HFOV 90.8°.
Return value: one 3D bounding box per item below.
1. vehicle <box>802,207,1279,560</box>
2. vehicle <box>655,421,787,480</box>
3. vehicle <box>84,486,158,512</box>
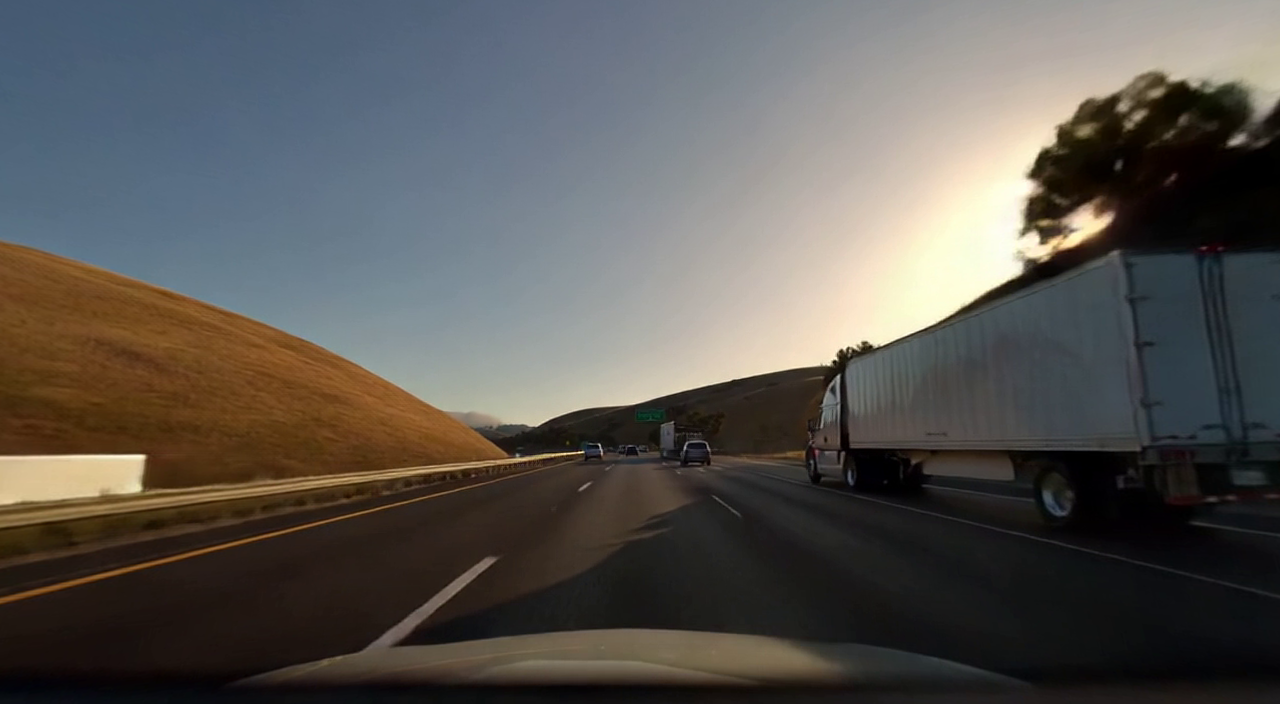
[{"bbox_3d":[7.632,1.523,15.561,2.935,4.187,16.357,0,-9,0],"label":"vehicle"},{"bbox_3d":[3.216,4.060,26.093,5.075,2.277,2.365,0,-9,-3],"label":"vehicle"},{"bbox_3d":[-37.012,10.473,45.184,1.808,1.497,4.178,0,-9,-1],"label":"vehicle"}]
